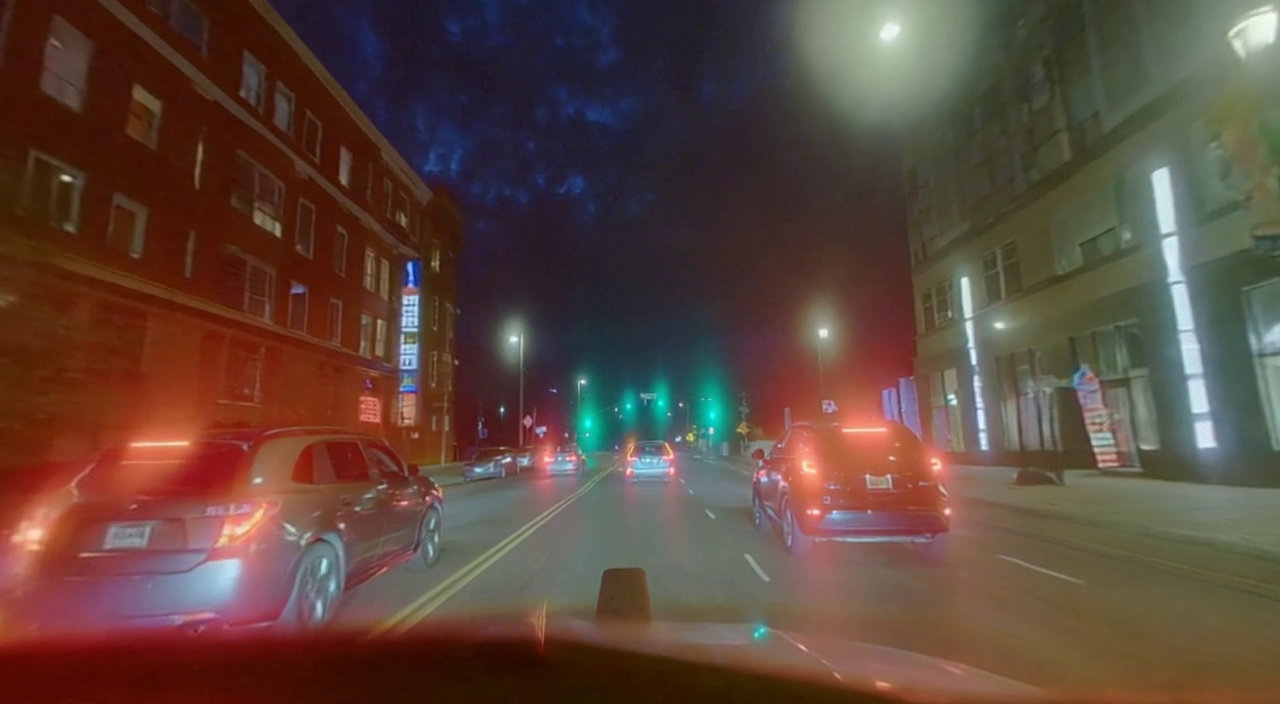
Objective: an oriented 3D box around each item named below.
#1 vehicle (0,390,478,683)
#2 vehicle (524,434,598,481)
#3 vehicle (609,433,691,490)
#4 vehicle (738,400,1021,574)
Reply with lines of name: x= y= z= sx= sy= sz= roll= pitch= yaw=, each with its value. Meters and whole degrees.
vehicle: x=-3.058 y=1.323 z=5.584 sx=2.085 sy=1.619 sz=3.976 roll=0 pitch=-8 yaw=1
vehicle: x=-2.717 y=3.776 z=22.802 sx=2.019 sy=1.507 sz=4.643 roll=0 pitch=-8 yaw=1
vehicle: x=0.253 y=3.201 z=18.740 sx=2.139 sy=1.466 sz=4.373 roll=0 pitch=-8 yaw=0
vehicle: x=2.715 y=1.661 z=8.488 sx=2.094 sy=1.709 sz=4.394 roll=0 pitch=-8 yaw=1
